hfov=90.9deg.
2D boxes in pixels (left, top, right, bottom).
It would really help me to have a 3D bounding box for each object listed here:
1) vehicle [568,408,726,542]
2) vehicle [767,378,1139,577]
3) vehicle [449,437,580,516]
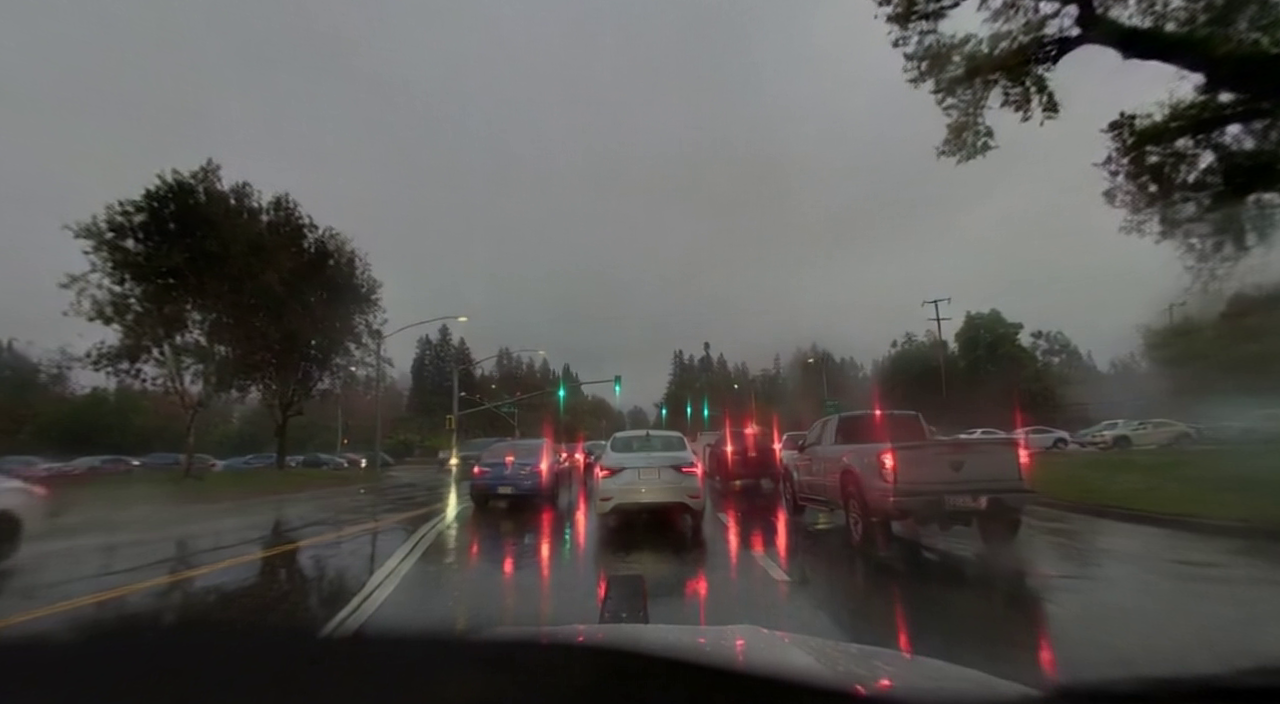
[{"bbox_3d":[0.156,1.973,10.490,2.113,1.768,3.901,-1,-9,2],"label":"vehicle"},{"bbox_3d":[3.563,1.660,9.012,2.317,1.857,5.940,-1,-9,1],"label":"vehicle"},{"bbox_3d":[-2.642,2.761,14.439,2.023,1.494,4.259,-1,-9,2],"label":"vehicle"}]
